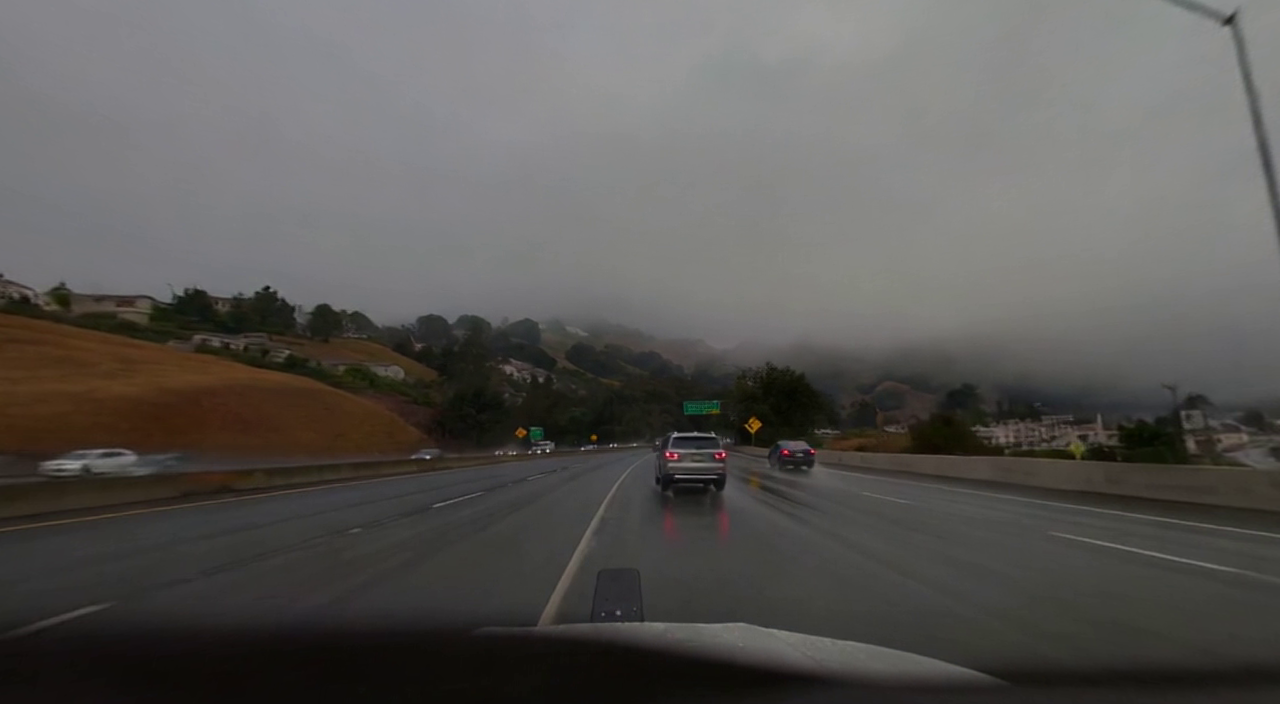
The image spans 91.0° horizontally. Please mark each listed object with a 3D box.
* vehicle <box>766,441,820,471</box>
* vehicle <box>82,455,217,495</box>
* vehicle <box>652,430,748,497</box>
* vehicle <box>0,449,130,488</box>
[{"bbox_3d":[9.153,6.236,38.027,2.043,1.714,4.453,0,-8,-1],"label":"vehicle"},{"bbox_3d":[-20.313,5.076,26.366,1.869,1.454,4.622,0,-8,1],"label":"vehicle"},{"bbox_3d":[1.625,3.288,18.937,2.318,1.766,4.587,0,-8,-1],"label":"vehicle"},{"bbox_3d":[-27.422,5.461,29.992,1.910,1.651,5.041,0,-8,1],"label":"vehicle"}]
